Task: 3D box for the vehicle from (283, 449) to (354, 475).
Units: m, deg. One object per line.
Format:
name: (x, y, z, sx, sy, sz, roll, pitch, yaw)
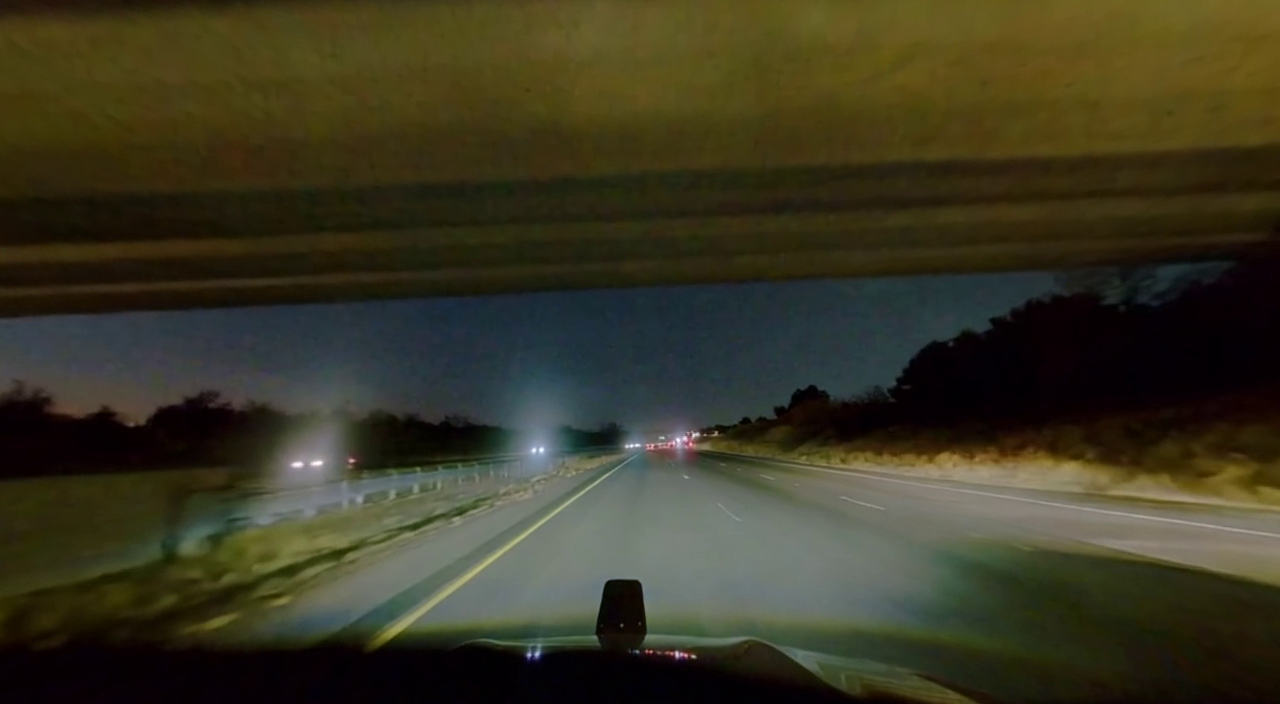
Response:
vehicle: (-20.265, 6.961, 39.846, 1.938, 1.495, 4.747, 0, -9, 1)
